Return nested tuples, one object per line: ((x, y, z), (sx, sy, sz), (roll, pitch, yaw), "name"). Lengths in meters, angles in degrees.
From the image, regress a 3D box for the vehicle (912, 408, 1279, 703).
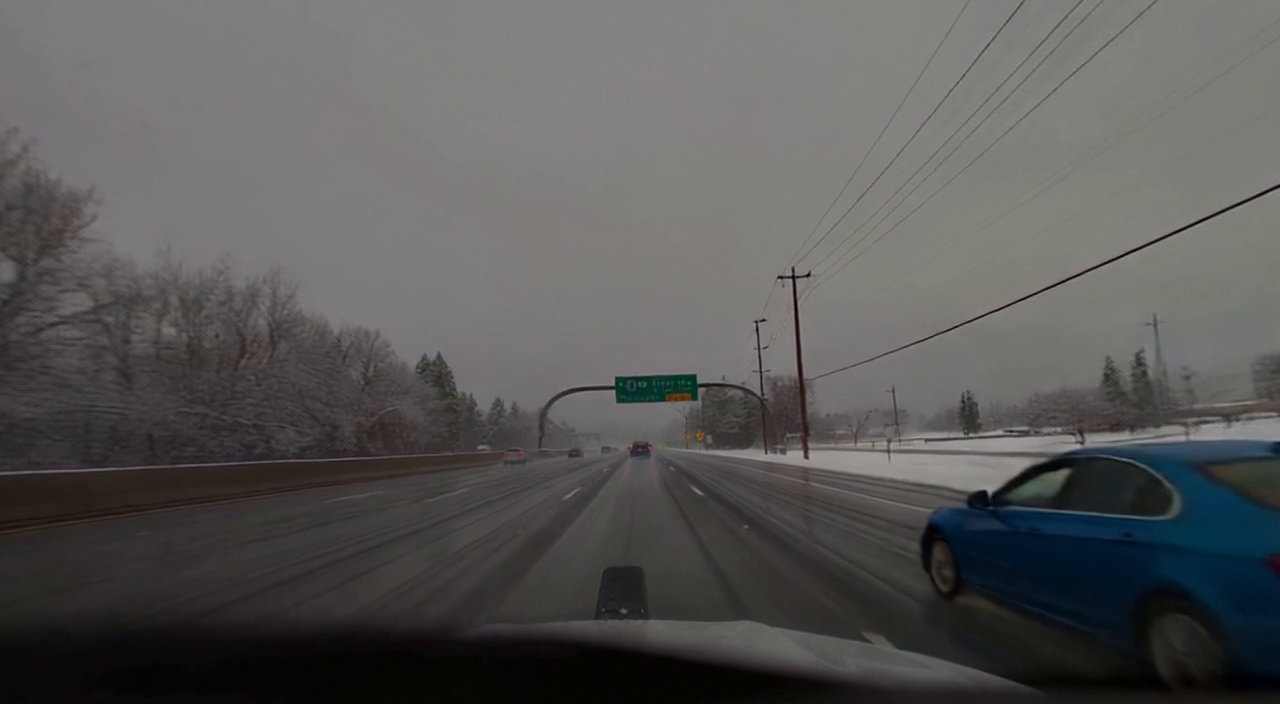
((3.502, 1.134, 3.431), (2.060, 1.526, 4.387), (0, -8, 0), "vehicle")

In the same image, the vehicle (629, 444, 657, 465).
((0.215, 7.806, 48.227), (2.036, 1.474, 3.969), (0, -8, 0), "vehicle")
